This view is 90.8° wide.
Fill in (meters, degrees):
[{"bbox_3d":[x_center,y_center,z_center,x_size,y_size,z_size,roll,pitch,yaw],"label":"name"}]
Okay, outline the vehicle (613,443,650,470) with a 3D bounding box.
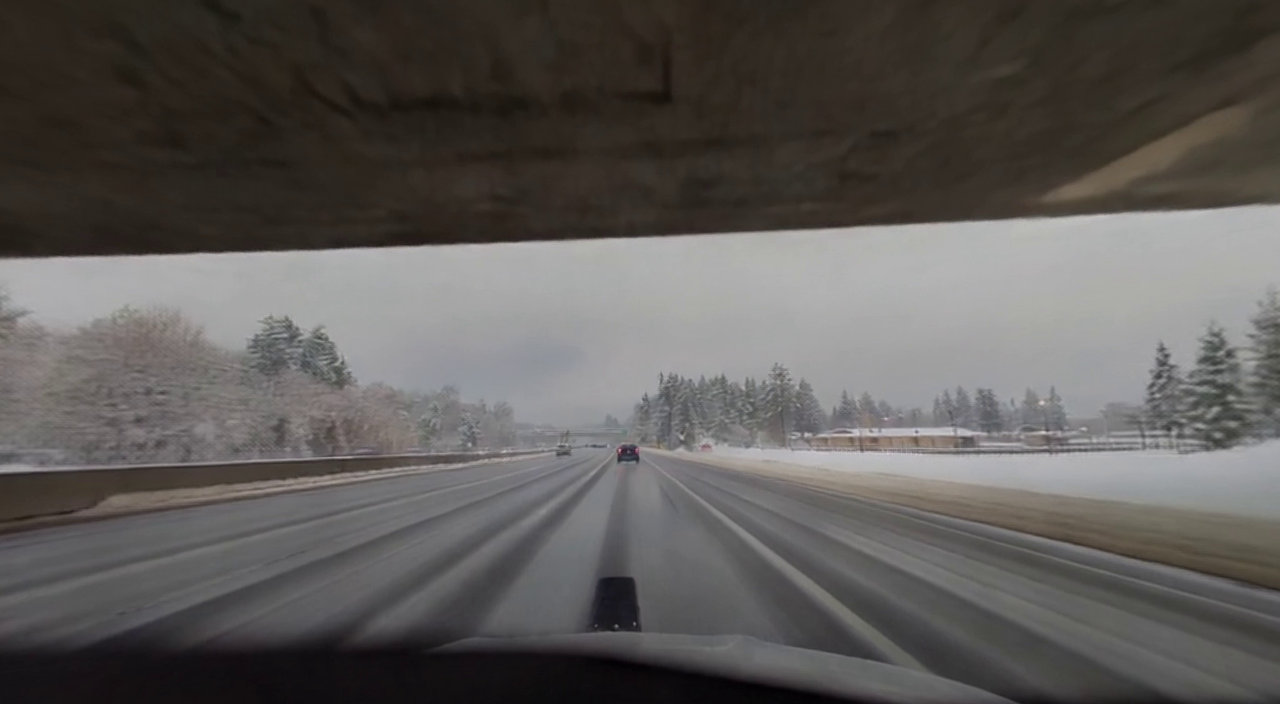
[{"bbox_3d":[-0.525,5.916,35.986,2.012,1.471,4.059,0,-8,-2],"label":"vehicle"}]
